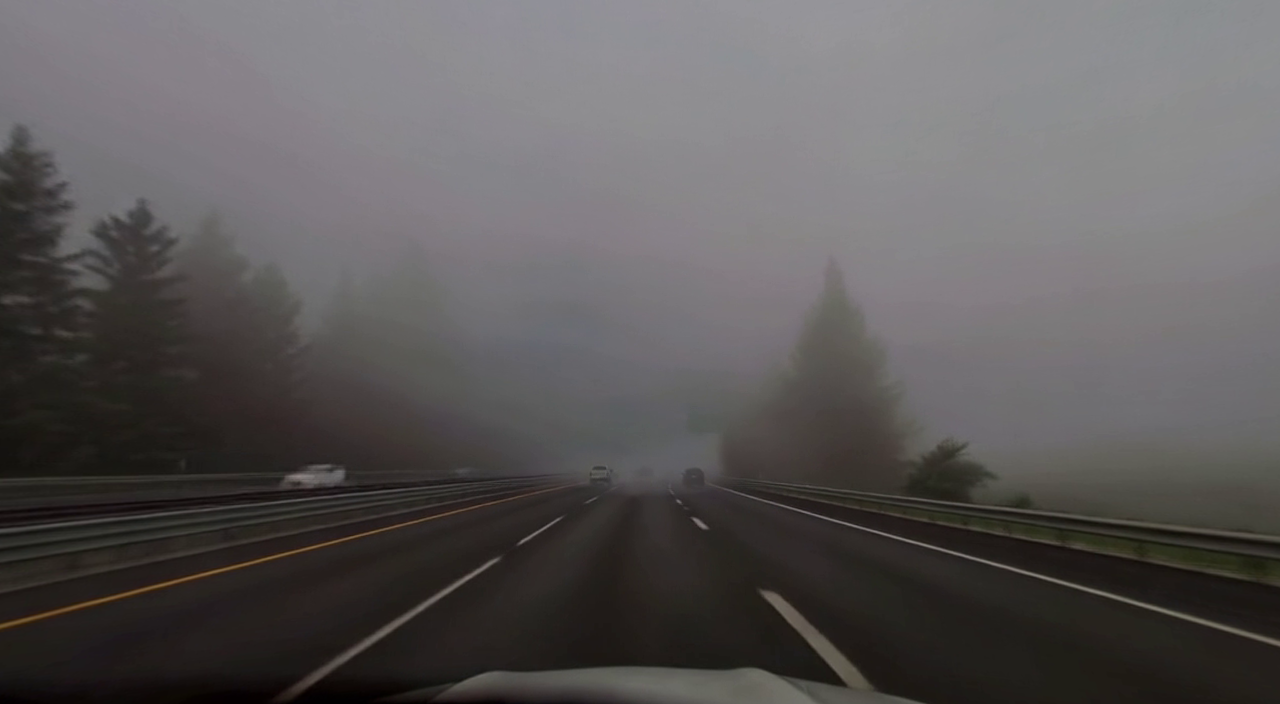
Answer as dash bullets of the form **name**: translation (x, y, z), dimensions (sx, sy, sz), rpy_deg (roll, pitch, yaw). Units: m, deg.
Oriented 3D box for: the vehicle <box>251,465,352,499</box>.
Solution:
- **vehicle**: translation (-16.434, 6.321, 30.961), dimensions (1.944, 1.485, 5.189), rpy_deg (0, -10, 2)
